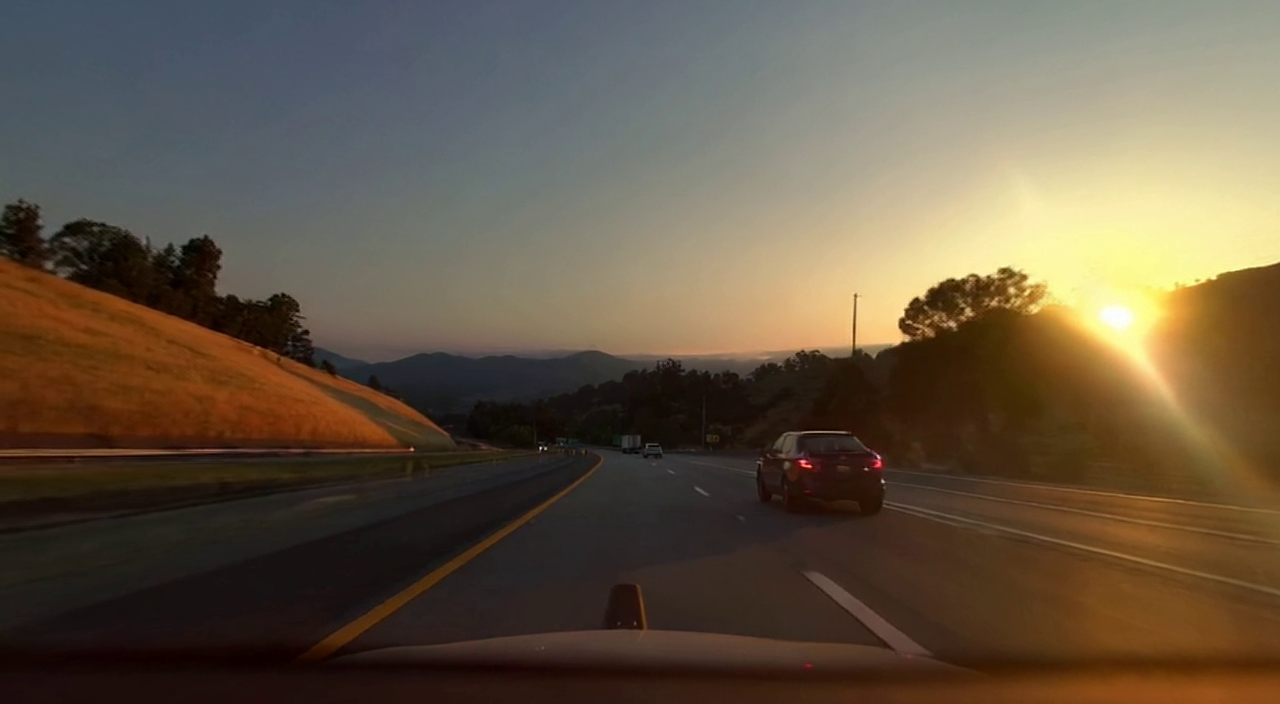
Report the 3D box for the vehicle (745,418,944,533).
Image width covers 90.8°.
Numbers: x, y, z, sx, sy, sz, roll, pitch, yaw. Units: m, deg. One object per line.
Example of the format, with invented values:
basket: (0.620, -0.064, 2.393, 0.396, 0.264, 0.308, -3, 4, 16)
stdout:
vehicle: (3.612, 2.276, 12.354, 2.141, 1.785, 4.778, 0, -8, -2)
